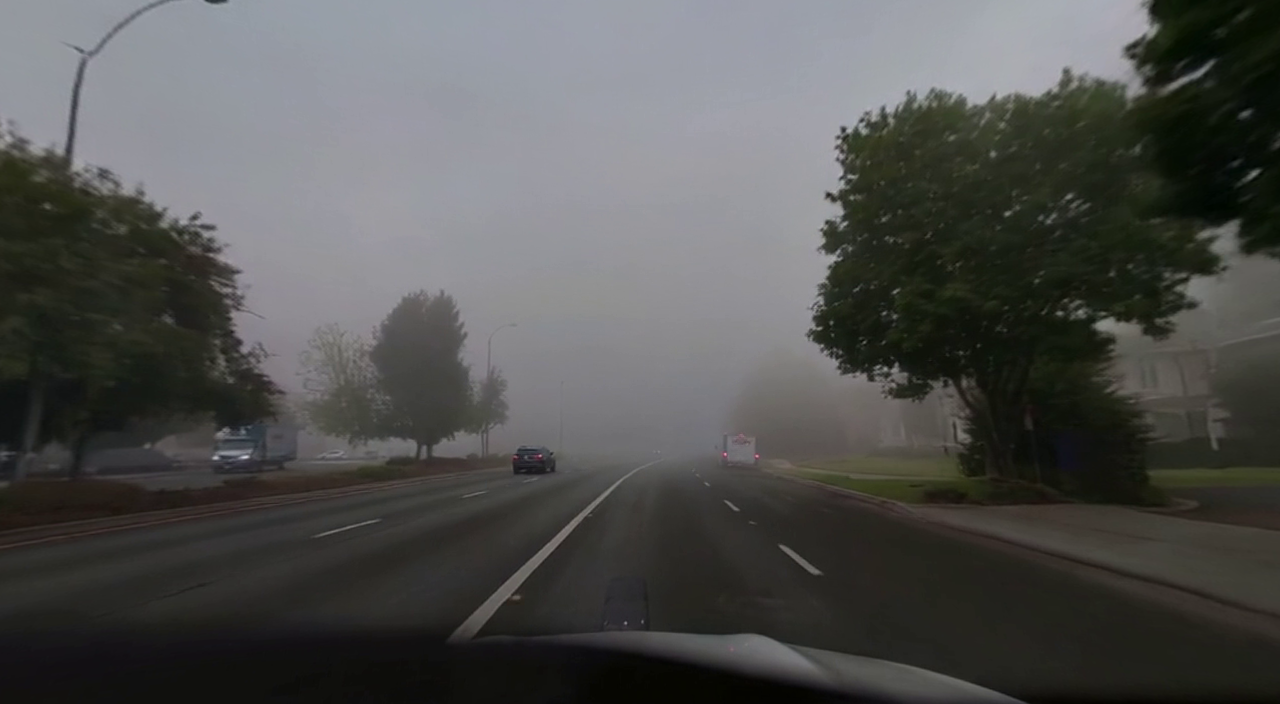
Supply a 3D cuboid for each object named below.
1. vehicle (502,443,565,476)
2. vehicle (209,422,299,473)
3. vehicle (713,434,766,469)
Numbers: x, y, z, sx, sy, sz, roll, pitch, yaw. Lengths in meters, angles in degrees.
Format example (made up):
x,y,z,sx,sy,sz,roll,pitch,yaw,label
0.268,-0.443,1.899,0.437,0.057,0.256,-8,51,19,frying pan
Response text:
x,y,z,sx,sy,sz,roll,pitch,yaw,label
-5.105,5.241,30.968,2.060,1.473,4.645,0,-8,3,vehicle
-22.547,5.624,37.206,2.421,2.746,5.968,2,-8,-11,vehicle
6.184,6.284,40.138,2.695,2.013,6.661,0,-8,4,vehicle
